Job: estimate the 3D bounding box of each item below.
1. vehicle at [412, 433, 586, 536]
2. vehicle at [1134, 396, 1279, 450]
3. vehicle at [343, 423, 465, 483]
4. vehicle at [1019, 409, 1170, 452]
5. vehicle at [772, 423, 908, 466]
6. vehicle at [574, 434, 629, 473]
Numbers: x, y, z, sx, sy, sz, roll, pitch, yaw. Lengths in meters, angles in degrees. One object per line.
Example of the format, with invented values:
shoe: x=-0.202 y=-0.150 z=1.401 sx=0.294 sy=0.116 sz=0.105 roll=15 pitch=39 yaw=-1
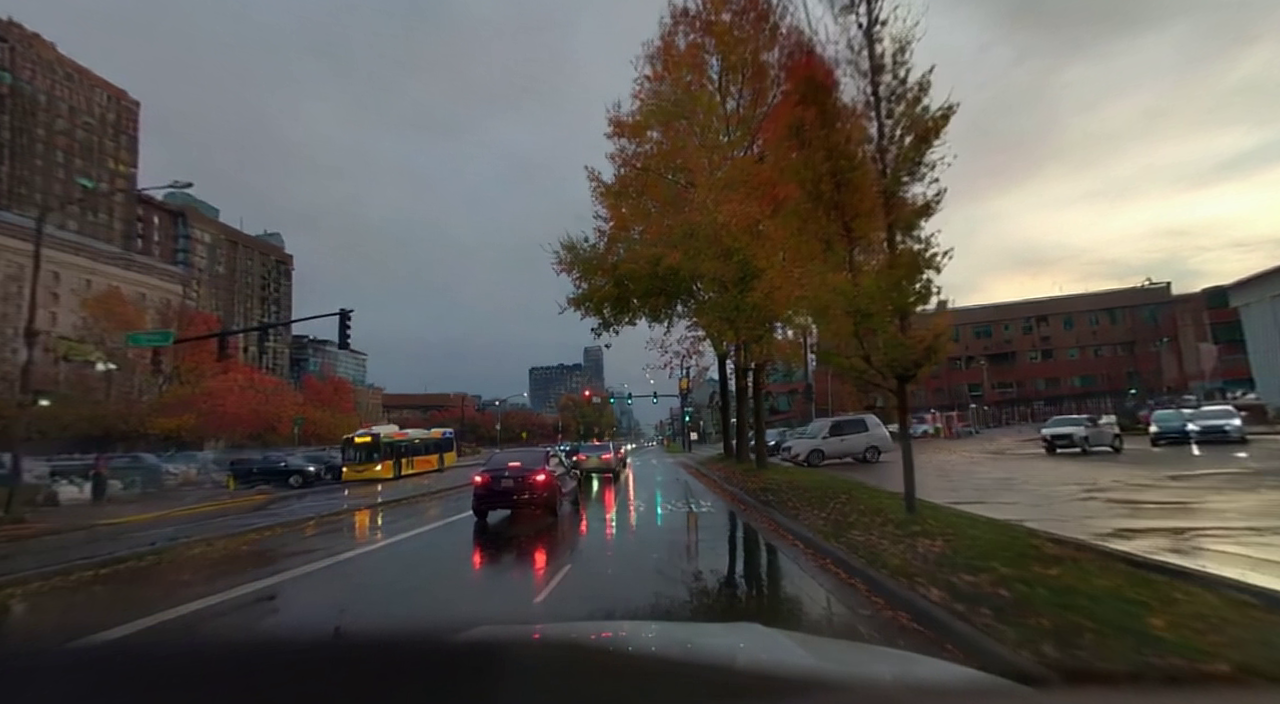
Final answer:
vehicle: x=-2.281 y=2.298 z=11.452 sx=2.092 sy=1.507 sz=4.078 roll=0 pitch=-9 yaw=2
vehicle: x=21.541 y=2.680 z=23.590 sx=4.172 sy=1.687 sz=1.773 roll=-4 pitch=-8 yaw=1
vehicle: x=-14.432 y=6.377 z=39.854 sx=3.189 sy=3.205 sz=11.526 roll=0 pitch=-9 yaw=1
vehicle: x=17.100 y=3.004 z=23.758 sx=4.064 sy=1.507 sz=2.078 roll=0 pitch=-9 yaw=1
vehicle: x=8.161 y=3.823 z=25.962 sx=4.894 sy=1.451 sz=2.089 roll=-3 pitch=-7 yaw=2
vehicle: x=-1.768 y=4.867 z=30.150 sx=2.365 sy=1.751 sz=3.904 roll=0 pitch=-9 yaw=1
